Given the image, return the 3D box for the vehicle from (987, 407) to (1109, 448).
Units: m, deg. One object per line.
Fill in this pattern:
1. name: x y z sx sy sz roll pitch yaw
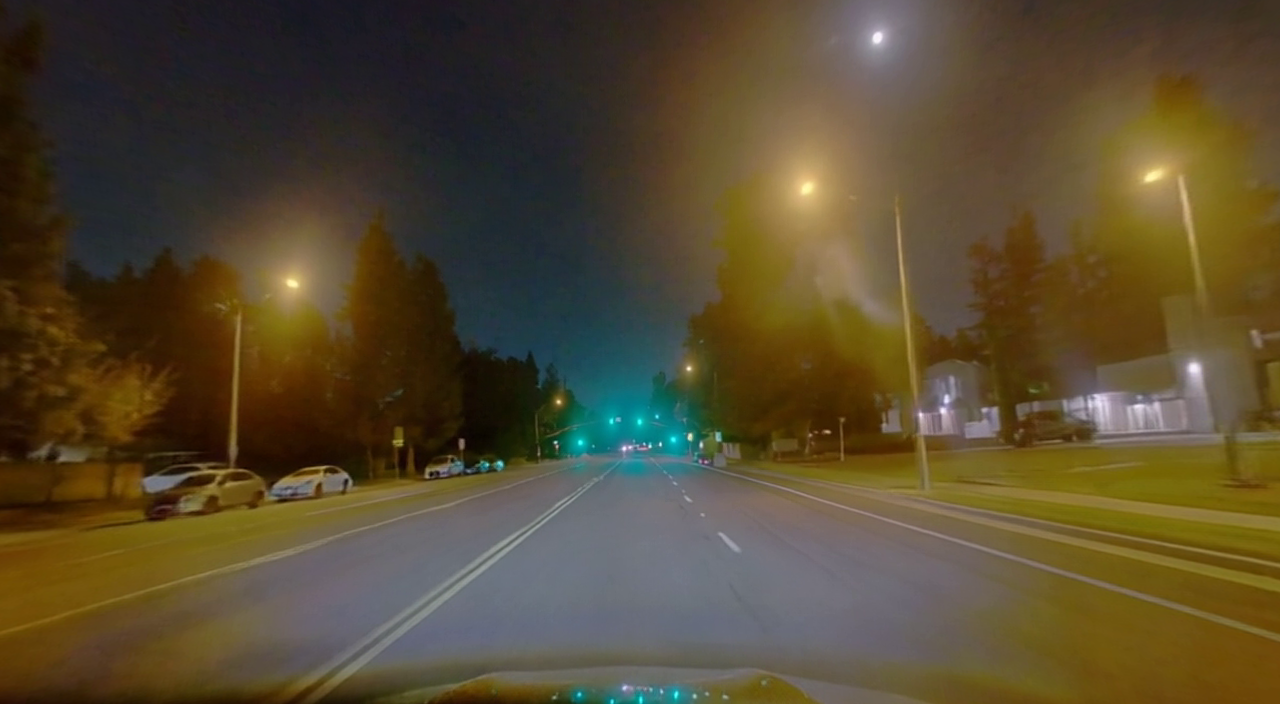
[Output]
1. vehicle: 17.440 3.305 27.141 1.726 1.620 3.938 6 -11 -37

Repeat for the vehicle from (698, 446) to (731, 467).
1. vehicle: 5.741 8.126 49.266 1.875 1.466 4.355 0 -9 -2

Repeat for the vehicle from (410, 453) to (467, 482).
1. vehicle: -12.644 7.265 40.041 2.078 1.618 4.650 0 -9 0

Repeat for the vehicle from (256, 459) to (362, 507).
1. vehicle: -12.738 5.026 24.659 1.909 1.477 4.345 -4 -8 -1

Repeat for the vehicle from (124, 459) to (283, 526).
1. vehicle: -12.679 4.057 18.747 1.828 1.510 4.149 -5 -9 0
